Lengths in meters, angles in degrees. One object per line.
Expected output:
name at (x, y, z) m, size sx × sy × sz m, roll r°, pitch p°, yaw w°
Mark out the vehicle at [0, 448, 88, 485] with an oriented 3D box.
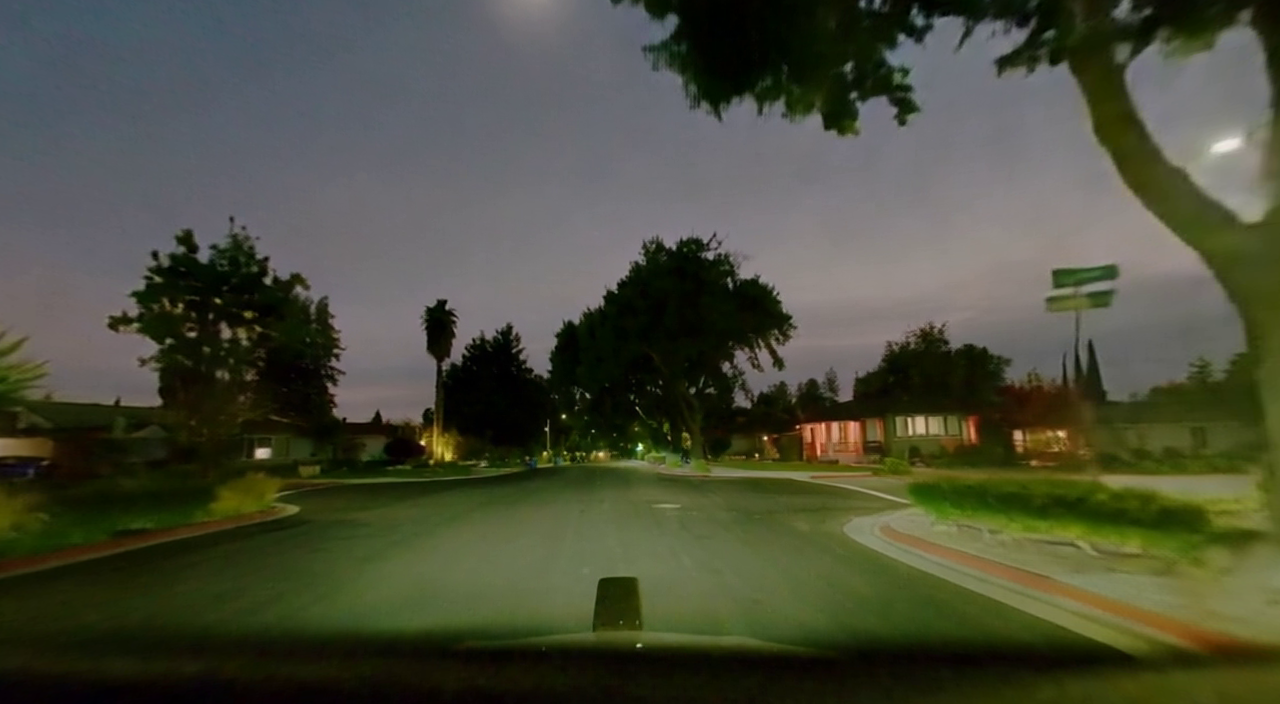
vehicle at (-30.280, 5.650, 31.193) m, size 4.023 × 1.692 × 2.024 m, roll 0°, pitch -10°, yaw -2°
